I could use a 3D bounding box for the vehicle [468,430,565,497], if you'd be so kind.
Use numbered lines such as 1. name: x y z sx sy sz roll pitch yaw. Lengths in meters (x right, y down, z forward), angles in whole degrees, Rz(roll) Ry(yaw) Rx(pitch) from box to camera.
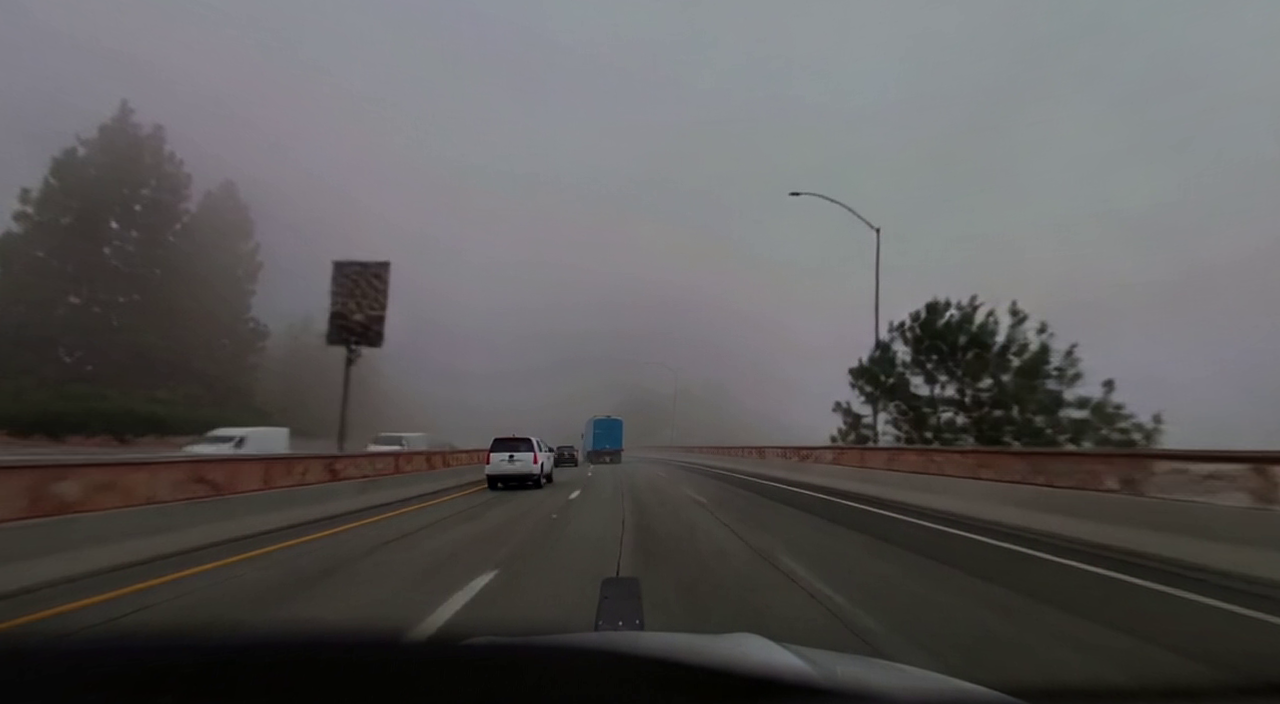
1. vehicle: -3.519 3.276 18.869 2.041 1.734 4.391 0 -9 -1

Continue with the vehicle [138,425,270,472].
1. vehicle: -17.827 3.997 26.141 2.142 1.723 4.781 1 -9 -2

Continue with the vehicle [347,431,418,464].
1. vehicle: -13.925 5.203 34.359 2.010 1.660 4.699 1 -9 -2
